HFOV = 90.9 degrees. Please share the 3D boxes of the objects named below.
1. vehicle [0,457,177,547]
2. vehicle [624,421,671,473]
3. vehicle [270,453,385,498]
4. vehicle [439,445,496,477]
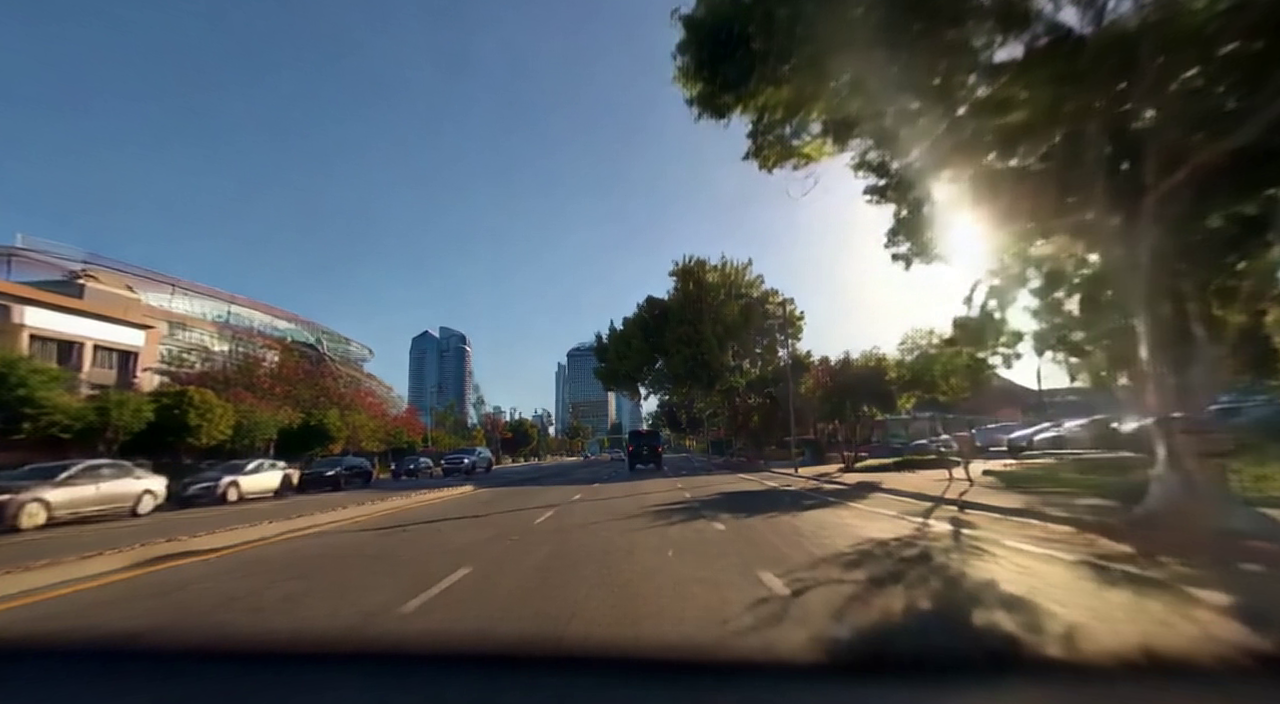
[{"bbox_3d":[-11.831,2.849,12.429,1.935,1.467,4.451,-1,-9,2],"label":"vehicle"},{"bbox_3d":[0.430,6.574,43.660,2.843,3.120,10.422,-1,-9,0],"label":"vehicle"},{"bbox_3d":[-11.645,4.608,23.916,1.884,1.486,4.566,-1,-9,2],"label":"vehicle"},{"bbox_3d":[-11.160,7.091,41.275,2.155,1.941,4.977,-1,-9,2],"label":"vehicle"}]
